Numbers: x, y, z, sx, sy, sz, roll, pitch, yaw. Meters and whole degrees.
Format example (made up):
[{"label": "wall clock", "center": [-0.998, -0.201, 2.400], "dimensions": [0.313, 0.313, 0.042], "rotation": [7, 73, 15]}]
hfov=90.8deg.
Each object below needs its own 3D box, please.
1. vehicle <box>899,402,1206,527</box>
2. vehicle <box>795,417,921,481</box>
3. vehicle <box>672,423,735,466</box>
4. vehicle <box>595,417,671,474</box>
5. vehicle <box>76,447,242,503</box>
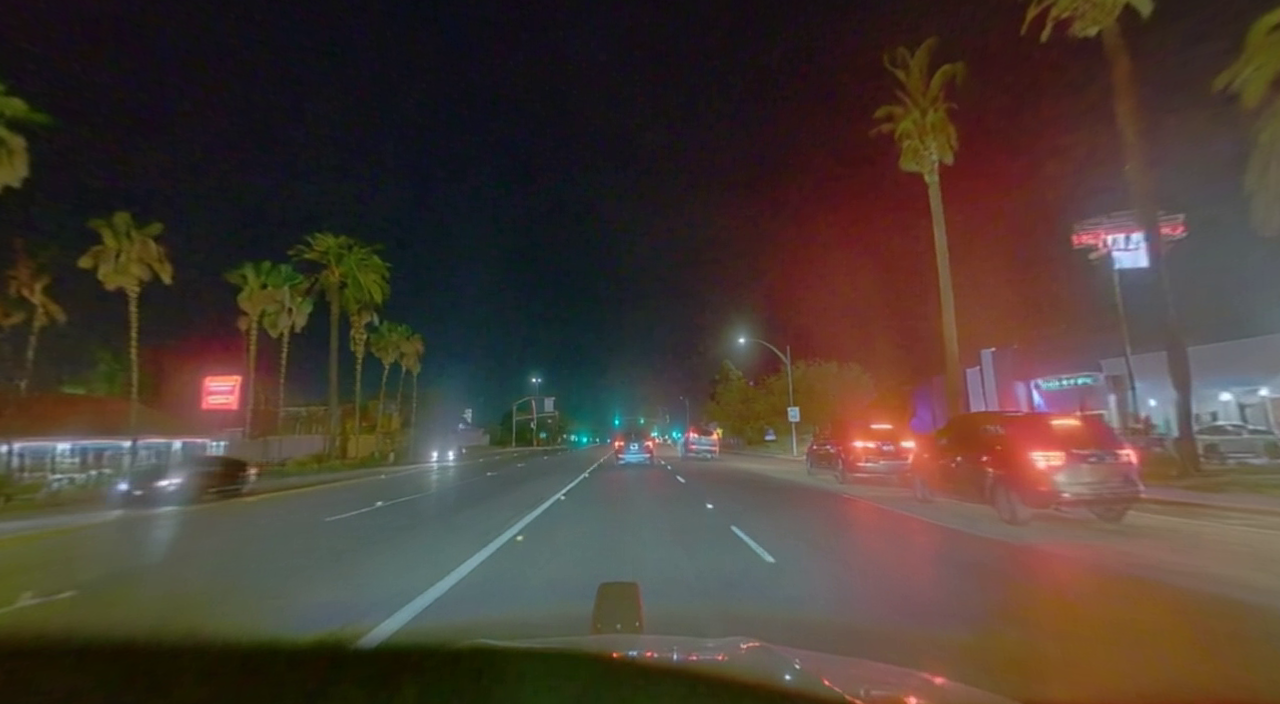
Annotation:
[{"label": "vehicle", "center": [6.510, 1.849, 10.834], "dimensions": [2.100, 1.675, 4.536], "rotation": [0, -8, -1]}, {"label": "vehicle", "center": [6.417, 2.946, 19.305], "dimensions": [2.001, 1.692, 4.800], "rotation": [0, -8, -2]}, {"label": "vehicle", "center": [2.784, 4.203, 28.762], "dimensions": [2.187, 1.777, 4.444], "rotation": [0, -8, -2]}, {"label": "vehicle", "center": [-0.277, 3.377, 22.762], "dimensions": [2.428, 1.816, 4.959], "rotation": [0, -8, -1]}, {"label": "vehicle", "center": [-14.729, 3.742, 19.731], "dimensions": [1.875, 1.513, 4.260], "rotation": [0, -8, -1]}]
